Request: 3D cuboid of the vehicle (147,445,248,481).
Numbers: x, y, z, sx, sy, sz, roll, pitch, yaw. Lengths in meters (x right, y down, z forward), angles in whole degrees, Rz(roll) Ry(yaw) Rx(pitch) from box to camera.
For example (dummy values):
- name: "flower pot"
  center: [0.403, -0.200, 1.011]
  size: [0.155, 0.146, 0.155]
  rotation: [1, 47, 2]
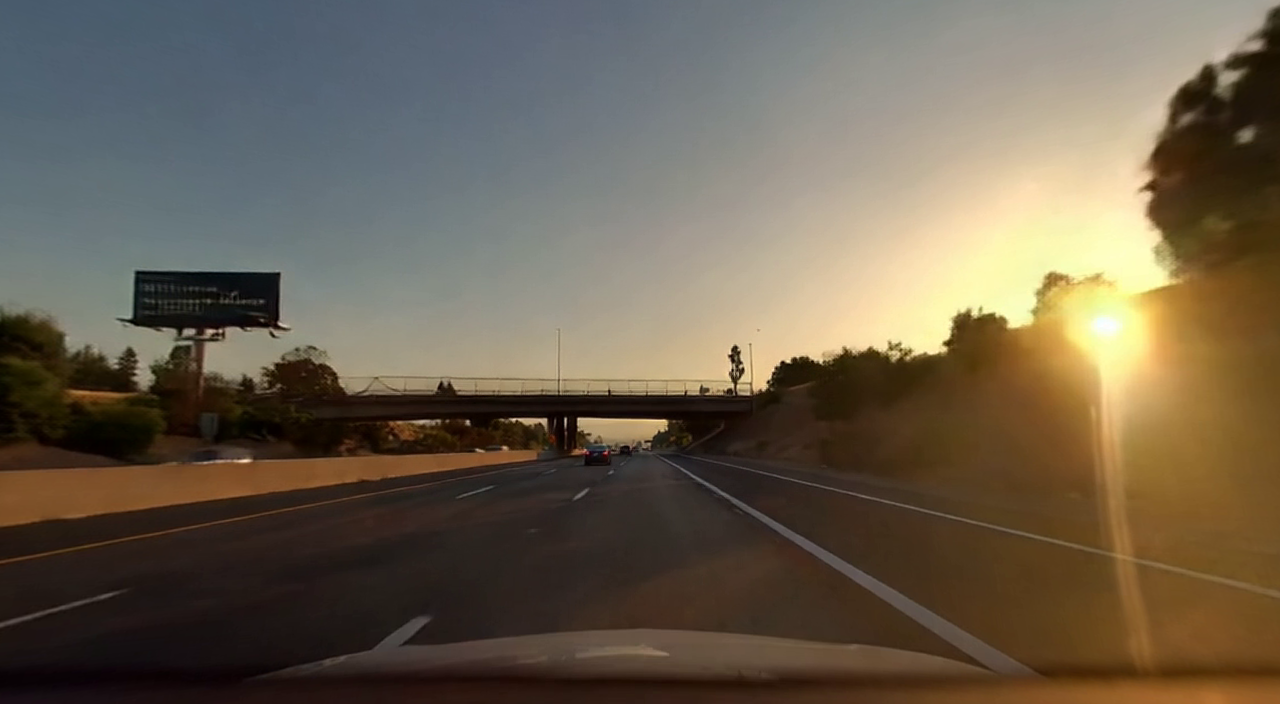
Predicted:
- name: "vehicle"
  center: [-24.395, 6.079, 35.045]
  size: [2.027, 1.837, 4.865]
  rotation: [0, -8, 0]
